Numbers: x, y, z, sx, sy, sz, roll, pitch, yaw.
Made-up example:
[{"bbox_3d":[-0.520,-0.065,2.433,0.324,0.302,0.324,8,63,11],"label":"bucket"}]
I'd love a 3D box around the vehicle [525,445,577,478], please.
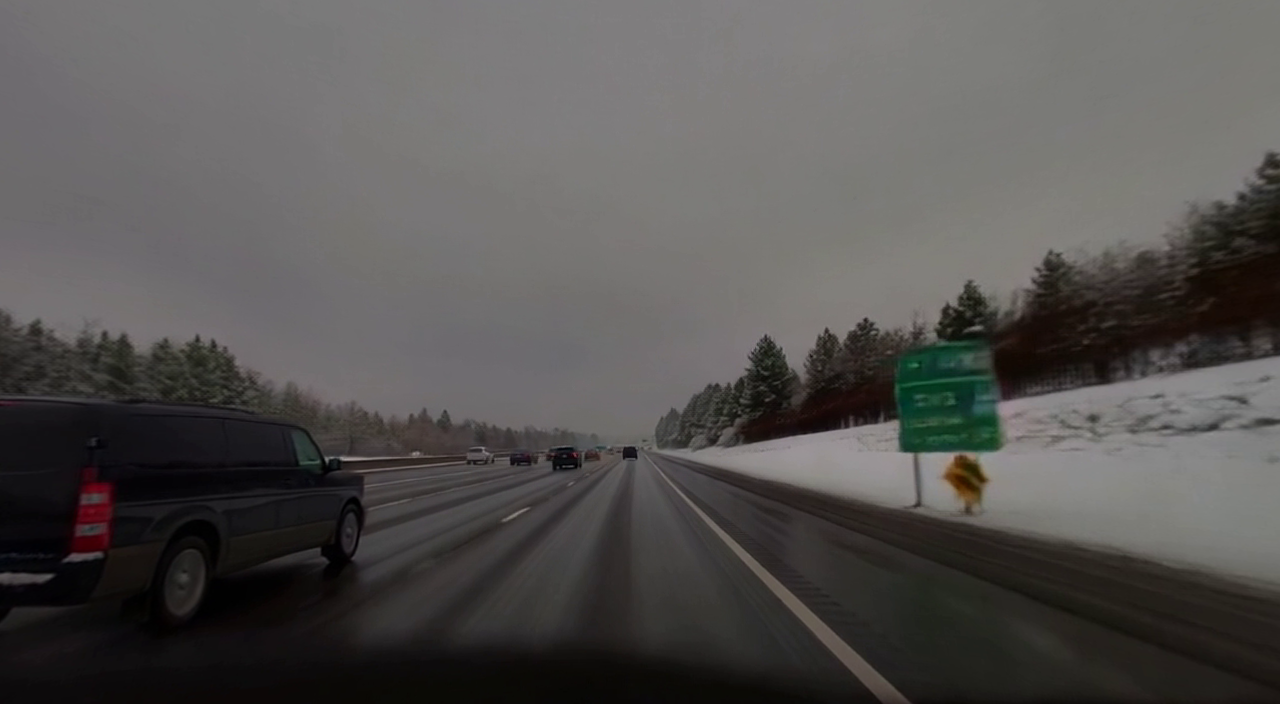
[{"bbox_3d":[-4.328,5.400,31.080,1.988,1.477,4.118,0,-9,-1],"label":"vehicle"}]

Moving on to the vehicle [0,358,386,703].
[{"bbox_3d":[-4.103,1.269,5.206,2.074,1.779,4.588,0,-9,0],"label":"vehicle"}]

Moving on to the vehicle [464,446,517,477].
[{"bbox_3d":[-7.960,5.839,33.675,1.936,1.516,3.904,0,-9,0],"label":"vehicle"}]

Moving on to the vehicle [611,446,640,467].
[{"bbox_3d":[-1.001,7.646,45.907,2.023,1.479,3.718,0,-9,0],"label":"vehicle"}]
